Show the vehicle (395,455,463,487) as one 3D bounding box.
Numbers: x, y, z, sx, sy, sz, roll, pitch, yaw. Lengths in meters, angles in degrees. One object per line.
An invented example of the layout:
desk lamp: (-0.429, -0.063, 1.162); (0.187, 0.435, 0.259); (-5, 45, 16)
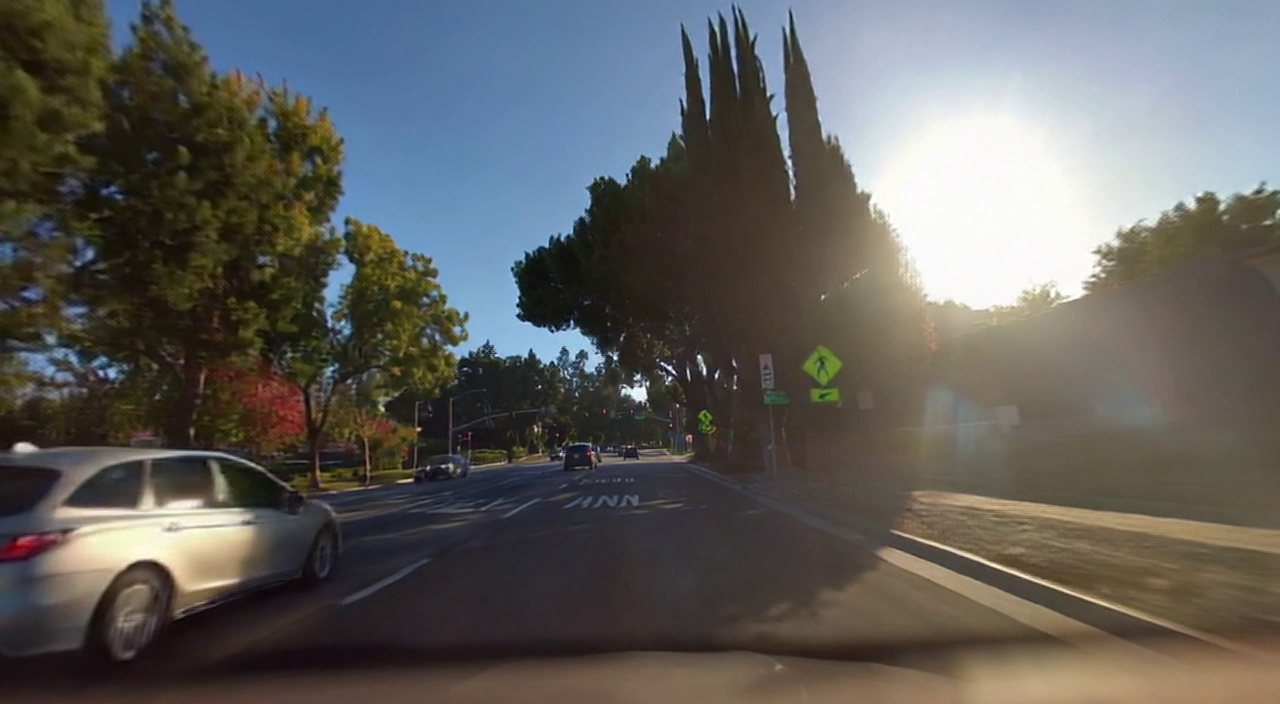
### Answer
vehicle: (-11.062, 6.265, 33.553); (2.032, 1.493, 4.761); (-1, -9, -1)

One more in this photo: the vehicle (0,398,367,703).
vehicle: (-4.540, 1.435, 5.536); (2.169, 1.706, 4.638); (0, -9, 1)

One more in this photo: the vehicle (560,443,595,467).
vehicle: (-4.582, 7.642, 46.983); (2.065, 1.714, 4.272); (0, -9, 1)
